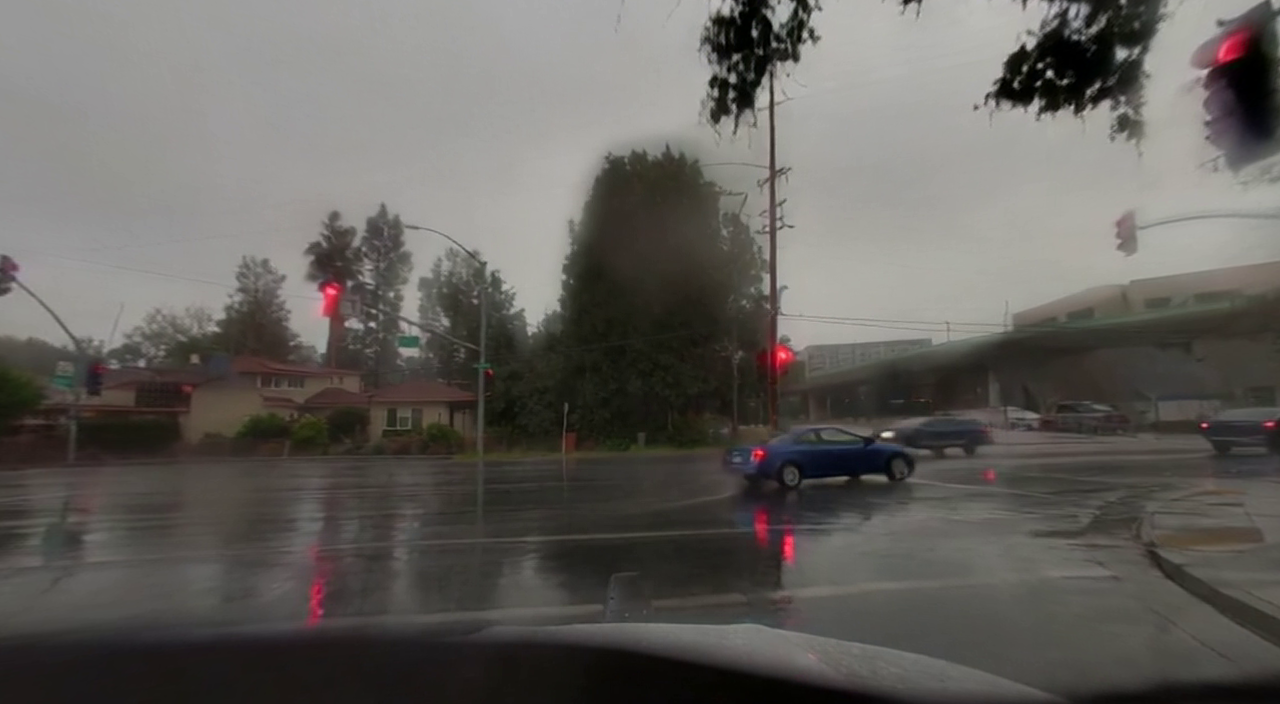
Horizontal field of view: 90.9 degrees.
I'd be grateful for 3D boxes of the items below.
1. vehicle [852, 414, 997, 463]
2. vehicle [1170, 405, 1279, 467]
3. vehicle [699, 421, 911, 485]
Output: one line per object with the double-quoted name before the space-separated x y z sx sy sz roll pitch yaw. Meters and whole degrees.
"vehicle" 11.315 3.448 25.161 4.966 1.806 2.007 2 -9 -13
"vehicle" 18.342 2.432 18.233 4.636 1.668 1.935 1 -9 -10
"vehicle" 4.041 2.502 15.814 4.757 1.442 1.858 1 -9 -10
